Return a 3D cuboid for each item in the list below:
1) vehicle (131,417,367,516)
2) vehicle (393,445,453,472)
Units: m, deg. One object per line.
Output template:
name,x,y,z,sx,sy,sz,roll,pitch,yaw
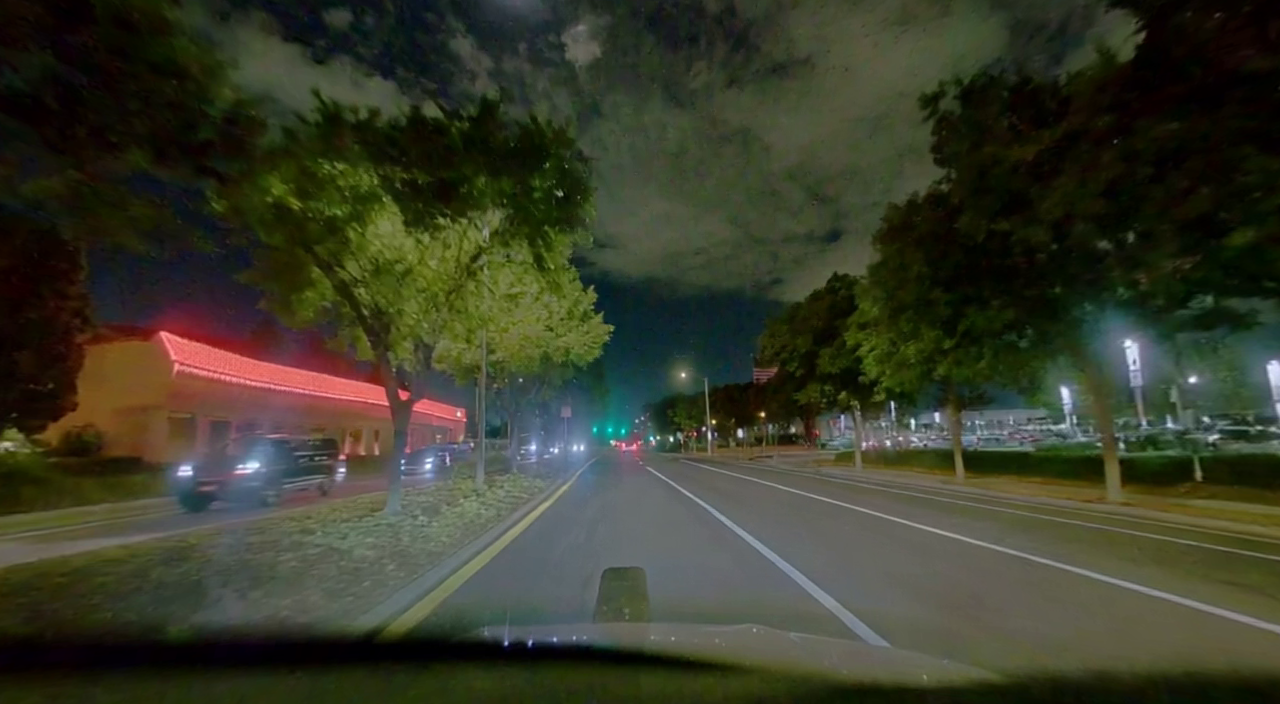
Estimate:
vehicle,-8.323,2.488,14.220,2.139,1.819,5.043,0,-8,-1
vehicle,-12.352,6.053,36.114,1.874,1.407,4.606,0,-8,-1
